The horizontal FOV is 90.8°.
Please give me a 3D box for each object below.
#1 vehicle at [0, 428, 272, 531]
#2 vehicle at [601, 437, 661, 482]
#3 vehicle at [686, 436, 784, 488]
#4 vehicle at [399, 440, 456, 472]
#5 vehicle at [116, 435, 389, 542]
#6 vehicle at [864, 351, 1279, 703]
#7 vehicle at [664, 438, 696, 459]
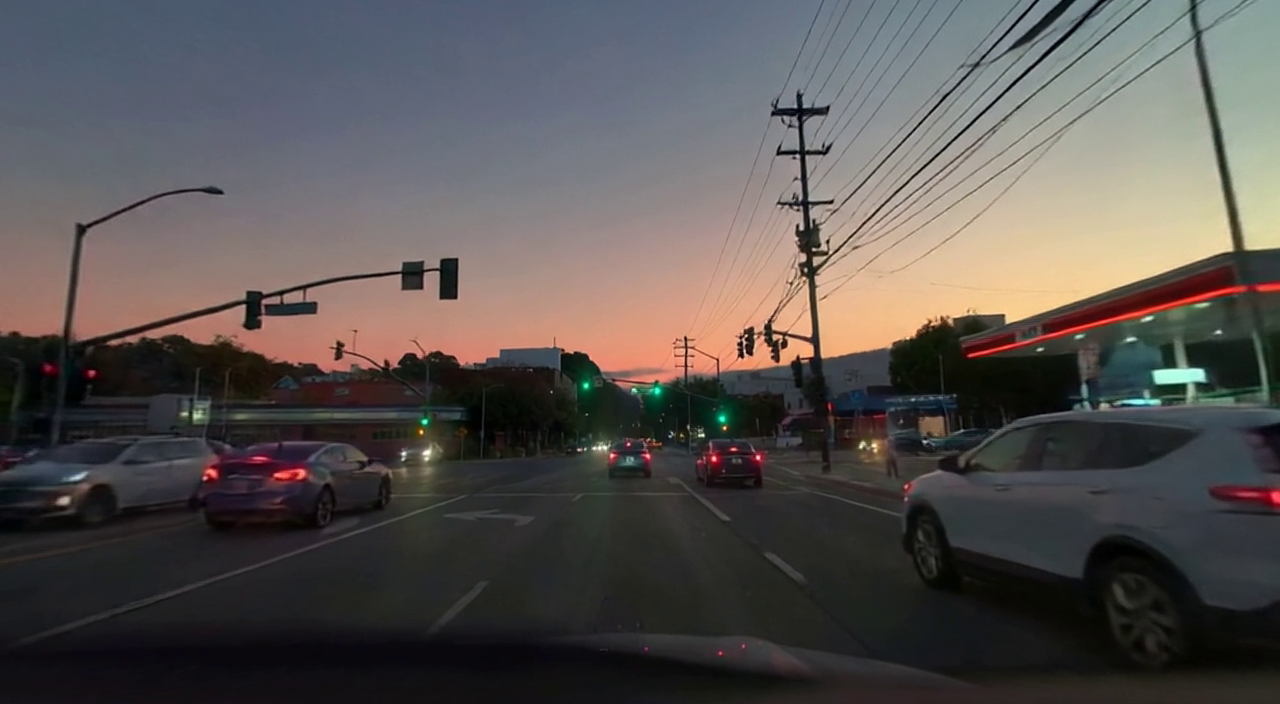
[{"bbox_3d":[-10.667,2.694,13.987,2.139,1.836,4.843,0,-9,-1],"label":"vehicle"},{"bbox_3d":[-0.347,3.949,23.509,2.065,1.484,3.894,0,-8,-1],"label":"vehicle"},{"bbox_3d":[2.856,3.455,20.162,2.208,1.436,4.542,0,-9,-3],"label":"vehicle"},{"bbox_3d":[-14.504,7.104,43.462,2.233,2.072,4.813,0,-9,0],"label":"vehicle"},{"bbox_3d":[-6.285,2.231,11.021,2.075,1.470,4.190,-1,-9,0],"label":"vehicle"},{"bbox_3d":[3.796,1.159,4.797,2.452,1.682,4.565,0,-8,-1],"label":"vehicle"},{"bbox_3d":[2.923,7.190,47.040,1.971,1.477,4.121,0,-9,-2],"label":"vehicle"}]
